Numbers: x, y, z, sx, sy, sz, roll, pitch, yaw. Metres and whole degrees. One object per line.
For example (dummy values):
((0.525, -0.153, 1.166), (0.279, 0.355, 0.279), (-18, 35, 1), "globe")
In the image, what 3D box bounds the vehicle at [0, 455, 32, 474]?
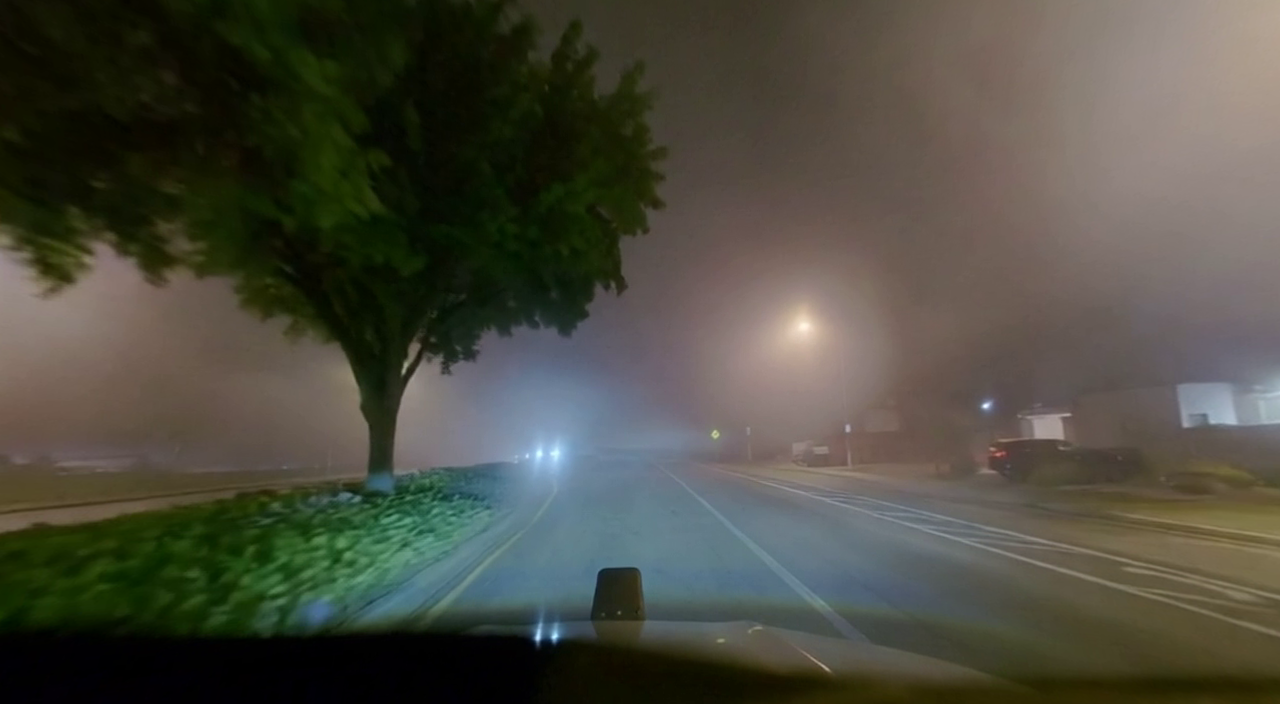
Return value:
((-49.278, 8.701, 48.959), (4.083, 1.423, 1.885), (-5, -10, 30), "vehicle")

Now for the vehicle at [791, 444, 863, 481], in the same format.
((9.410, 5.583, 32.212), (2.096, 1.703, 4.583), (0, -9, -2), "vehicle")

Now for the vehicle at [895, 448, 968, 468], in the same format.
((21.719, 7.888, 47.197), (4.465, 1.460, 1.901), (0, -8, 1), "vehicle")

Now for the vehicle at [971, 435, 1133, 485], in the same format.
((15.516, 4.097, 24.029), (4.605, 1.779, 2.135), (0, -9, 0), "vehicle")
